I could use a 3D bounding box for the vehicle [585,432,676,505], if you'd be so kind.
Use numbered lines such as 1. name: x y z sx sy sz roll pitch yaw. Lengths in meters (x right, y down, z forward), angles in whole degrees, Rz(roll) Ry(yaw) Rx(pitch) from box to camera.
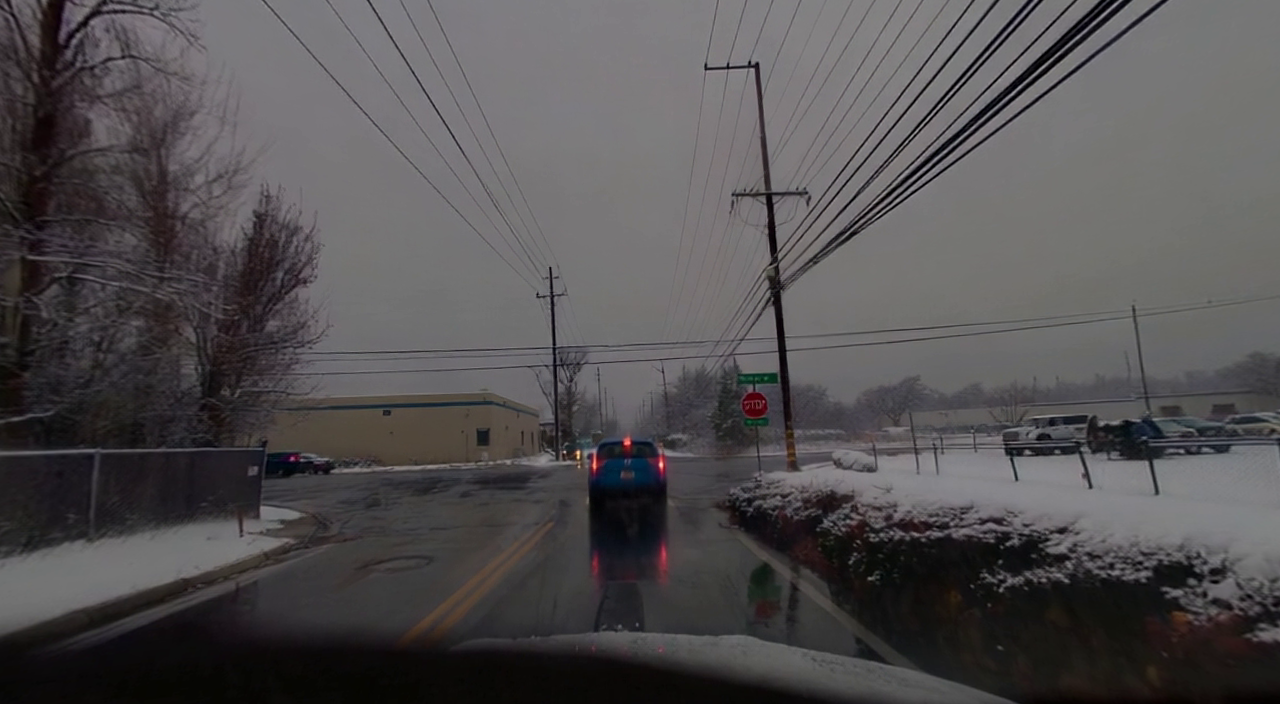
1. vehicle: -0.301 3.054 16.992 2.137 1.698 4.166 0 -8 -2

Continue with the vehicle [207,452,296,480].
1. vehicle: -25.270 7.411 41.187 4.415 1.753 2.029 -1 -8 4
